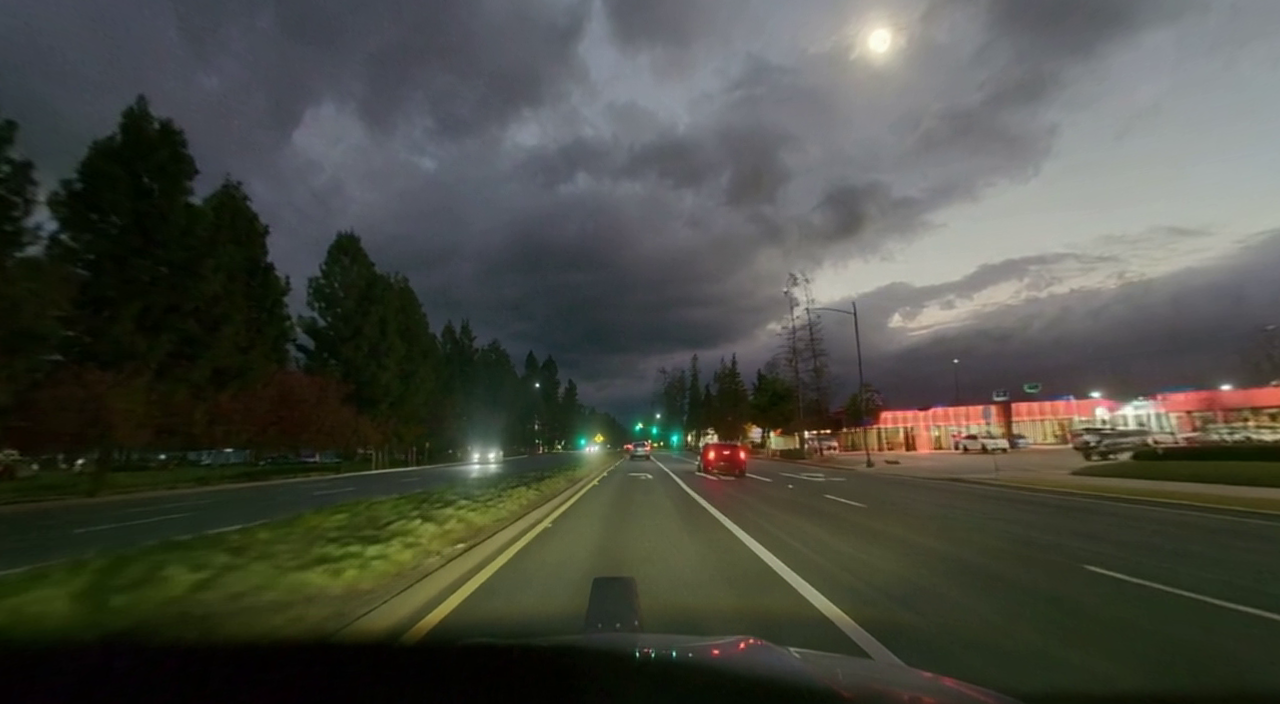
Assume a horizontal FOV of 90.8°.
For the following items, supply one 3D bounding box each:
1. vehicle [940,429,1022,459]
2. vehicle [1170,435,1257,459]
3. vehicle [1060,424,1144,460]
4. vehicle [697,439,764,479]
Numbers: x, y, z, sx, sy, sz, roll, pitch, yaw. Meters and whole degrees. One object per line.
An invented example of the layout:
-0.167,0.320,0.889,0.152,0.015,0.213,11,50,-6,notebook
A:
23.922,6.473,44.371,4.534,1.730,1.942,-13,-14,41,vehicle
35.987,5.980,39.778,1.819,1.436,4.046,-1,-9,5,vehicle
28.783,5.647,39.591,2.501,2.045,5.267,-2,-9,17,vehicle
3.595,4.343,25.880,1.983,1.482,4.463,0,-9,-2,vehicle
